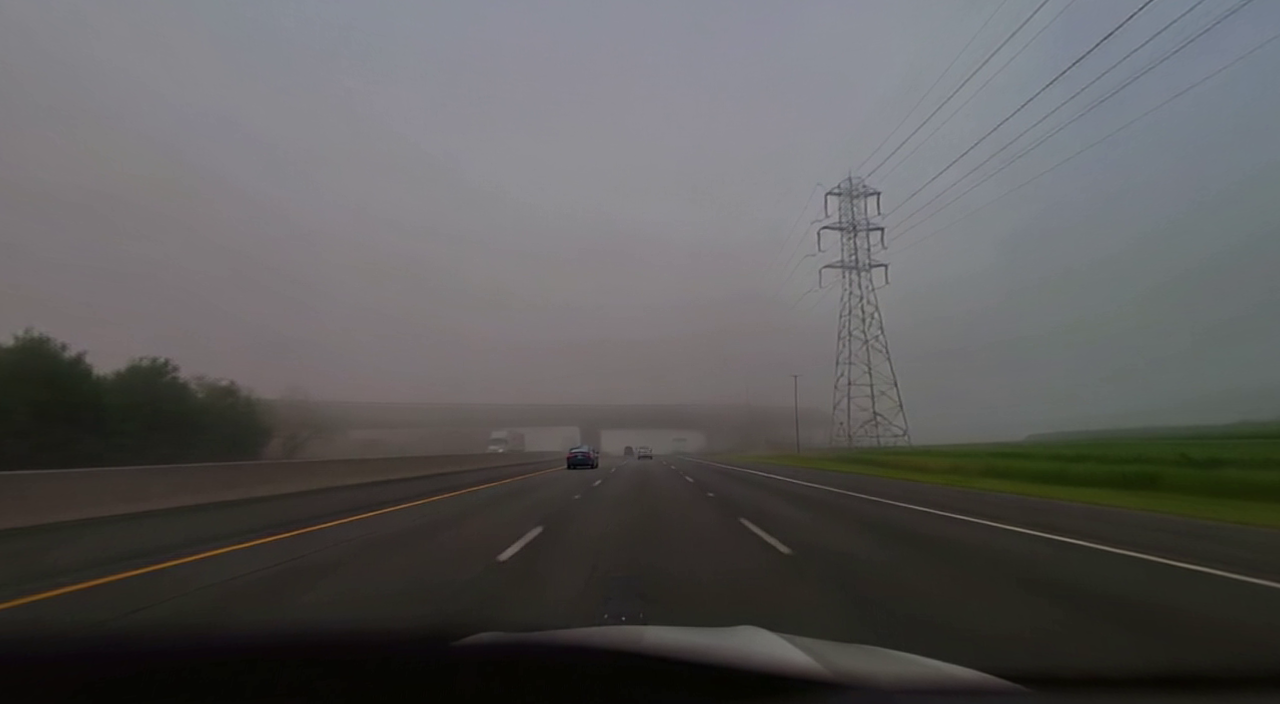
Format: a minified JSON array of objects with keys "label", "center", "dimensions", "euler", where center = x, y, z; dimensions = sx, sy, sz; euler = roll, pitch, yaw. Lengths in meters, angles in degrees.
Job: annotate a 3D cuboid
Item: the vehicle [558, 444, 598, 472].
[{"label":"vehicle","center":[-3.656,6.333,37.666],"dimensions":[1.924,1.550,4.165],"euler":[0,-9,0]}]
